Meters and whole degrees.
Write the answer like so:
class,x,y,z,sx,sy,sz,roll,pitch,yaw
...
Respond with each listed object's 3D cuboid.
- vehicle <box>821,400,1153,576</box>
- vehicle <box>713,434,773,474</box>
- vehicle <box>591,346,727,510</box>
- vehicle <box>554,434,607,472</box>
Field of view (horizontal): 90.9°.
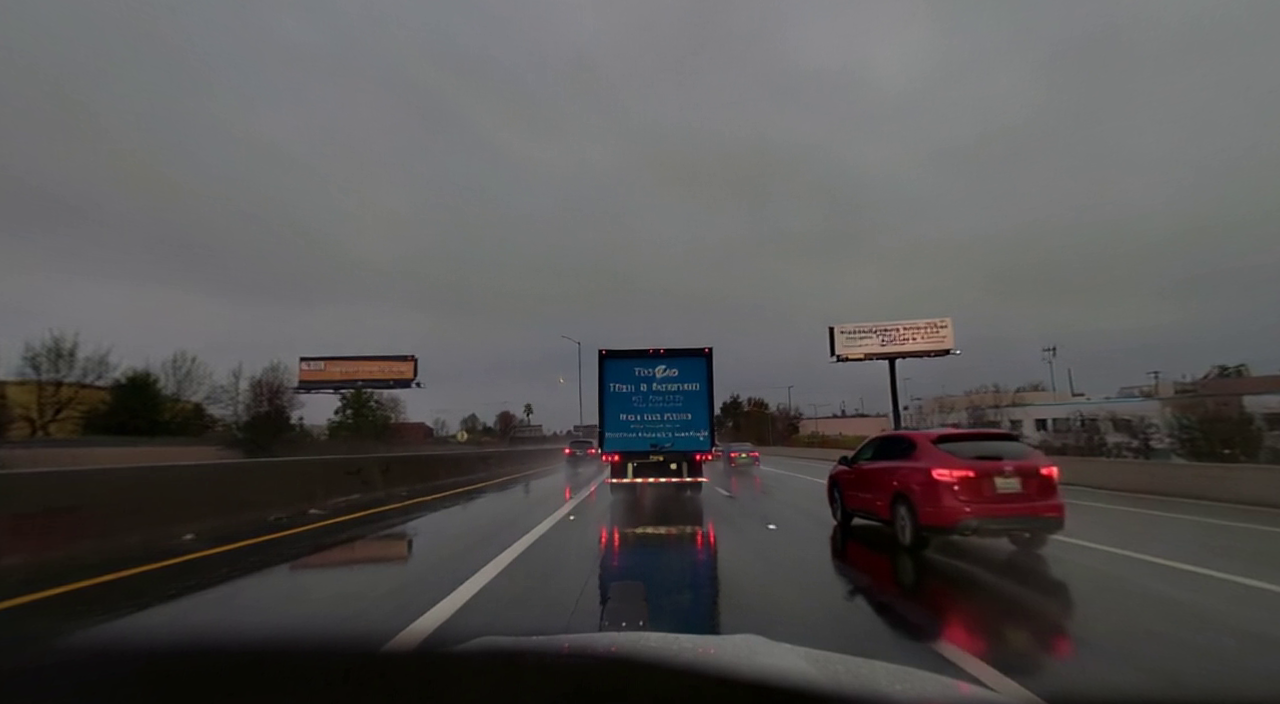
class,x,y,z,sx,sy,sz,roll,pitch,yaw
vehicle,4.062,1.649,8.456,1.986,1.718,4.296,0,-8,0
vehicle,4.704,4.717,29.443,2.066,1.692,4.339,0,-8,0
vehicle,0.442,2.124,17.109,2.733,3.296,8.571,-1,-8,1
vehicle,-2.892,5.029,31.646,2.030,1.757,4.509,-1,-8,3
